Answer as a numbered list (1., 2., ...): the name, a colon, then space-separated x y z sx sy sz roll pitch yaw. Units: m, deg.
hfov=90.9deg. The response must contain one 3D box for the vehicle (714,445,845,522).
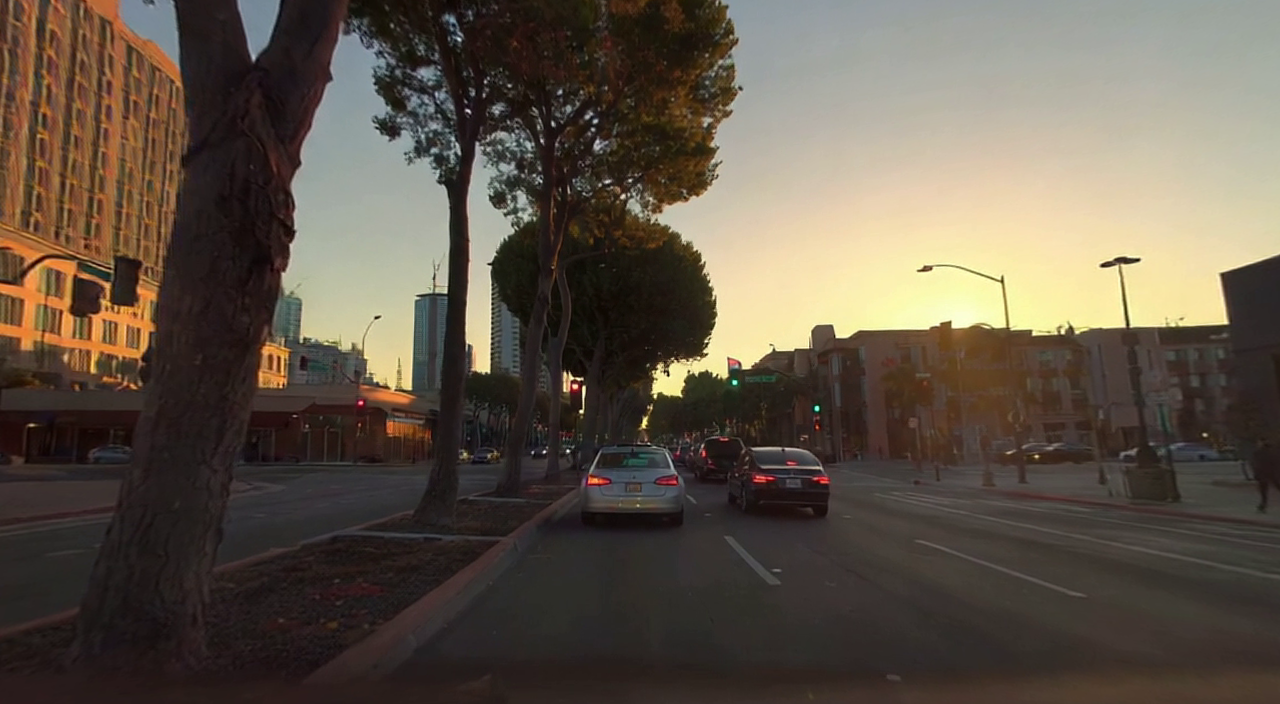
1. vehicle: 2.918 2.827 14.214 1.893 1.446 4.270 0 -8 -1

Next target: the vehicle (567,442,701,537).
1. vehicle: -0.125 2.469 11.997 2.087 1.456 4.143 0 -8 -1

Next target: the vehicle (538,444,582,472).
1. vehicle: -5.171 6.917 41.251 2.192 1.708 4.291 -1 -9 2

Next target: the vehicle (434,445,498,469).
1. vehicle: -13.543 8.239 49.506 2.098 1.748 5.353 -3 -9 19

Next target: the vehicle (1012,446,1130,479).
1. vehicle: 22.348 5.746 32.814 4.610 1.622 1.934 -1 -9 4
